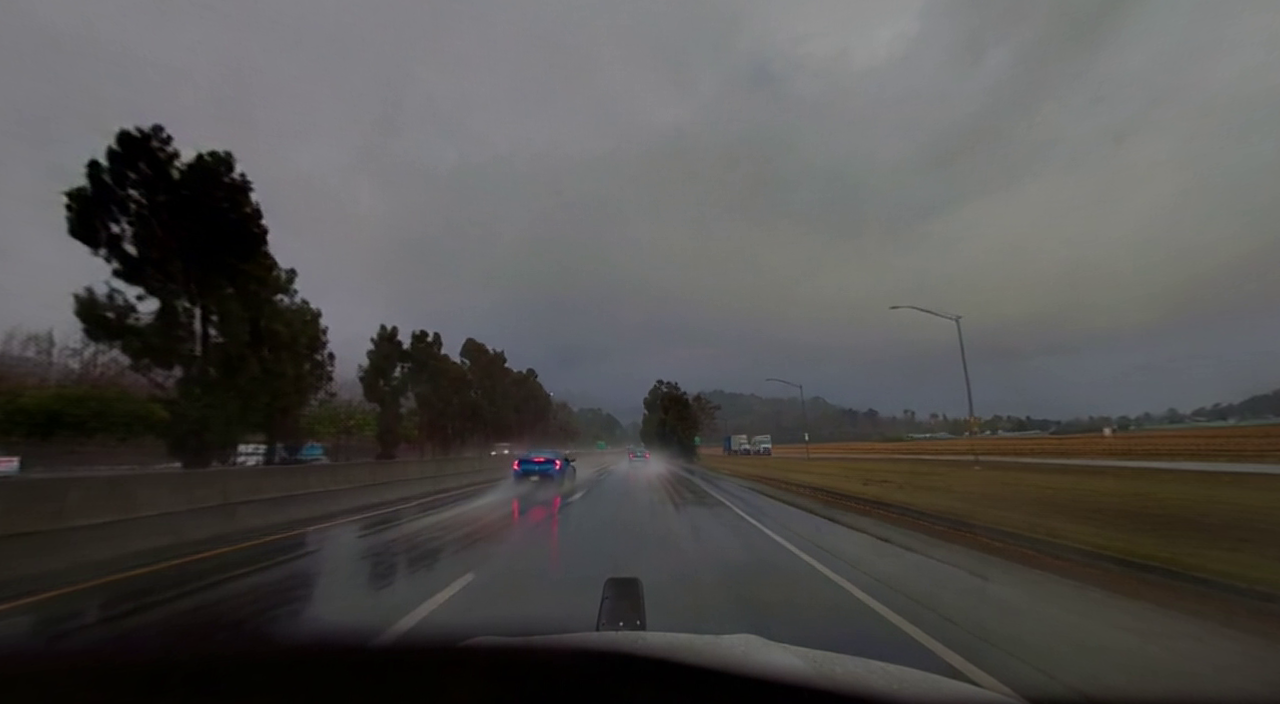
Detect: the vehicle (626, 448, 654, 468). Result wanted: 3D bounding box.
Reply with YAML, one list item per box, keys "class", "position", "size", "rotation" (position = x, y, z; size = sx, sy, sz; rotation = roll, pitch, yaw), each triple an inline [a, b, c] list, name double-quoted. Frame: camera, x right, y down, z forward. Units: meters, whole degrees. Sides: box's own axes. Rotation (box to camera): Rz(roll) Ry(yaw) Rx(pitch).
- class: "vehicle"
  position: [-0.005, 8.162, 48.677]
  size: [2.079, 1.450, 3.942]
  rotation: [0, -9, 0]

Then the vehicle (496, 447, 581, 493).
- class: "vehicle"
  position: [-3.492, 4.165, 22.728]
  size: [2.170, 1.451, 4.584]
  rotation: [0, -9, 2]
